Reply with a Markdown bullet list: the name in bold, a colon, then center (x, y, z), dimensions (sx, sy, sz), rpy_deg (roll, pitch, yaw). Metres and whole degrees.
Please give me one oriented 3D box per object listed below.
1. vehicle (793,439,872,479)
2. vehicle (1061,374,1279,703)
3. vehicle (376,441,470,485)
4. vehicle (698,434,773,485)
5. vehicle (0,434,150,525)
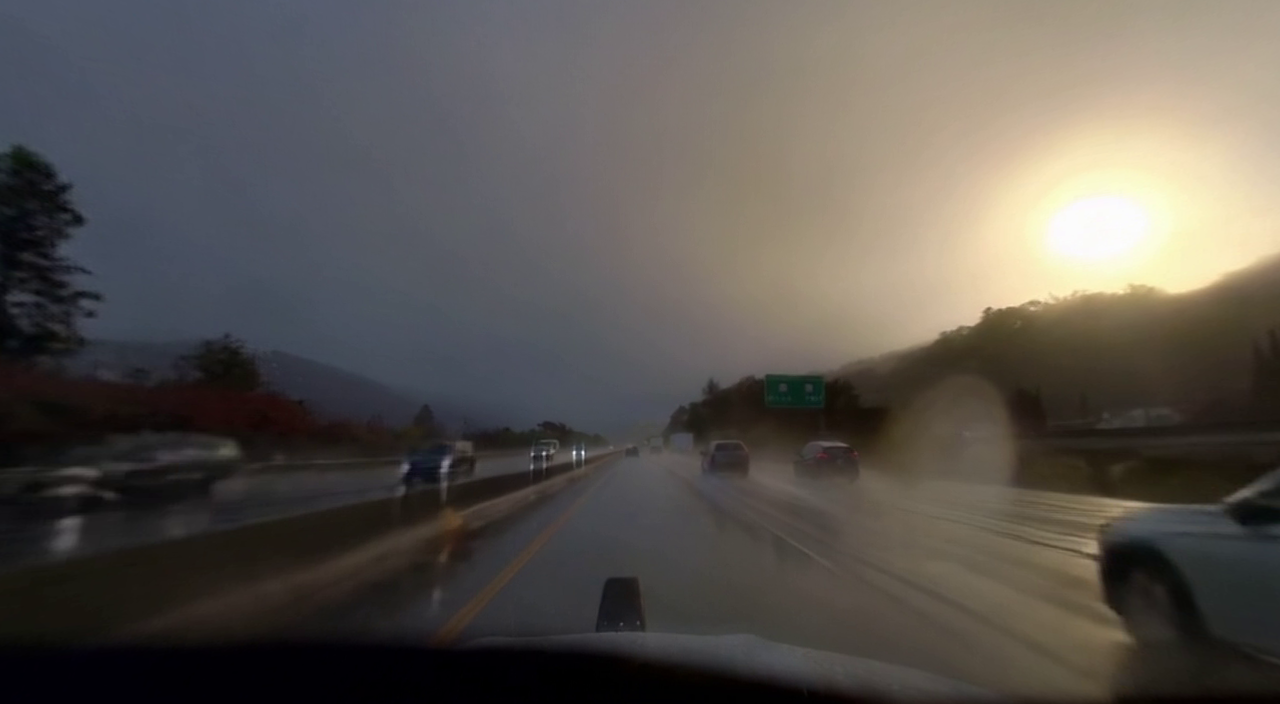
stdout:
- **vehicle**: center (8.548, 4.771, 28.442), dimensions (2.018, 1.636, 4.510), rpy_deg (0, -9, -1)
- **vehicle**: center (3.625, 0.769, 1.736), dimensions (2.023, 1.603, 4.159), rpy_deg (0, -9, 0)
- **vehicle**: center (-8.154, 4.204, 24.231), dimensions (2.021, 1.518, 4.663), rpy_deg (0, -9, -1)
- **vehicle**: center (3.554, 4.115, 24.410), dimensions (2.070, 1.751, 4.576), rpy_deg (0, -9, -1)
- **vehicle**: center (-11.734, 2.273, 11.403), dimensions (1.898, 1.506, 4.812), rpy_deg (0, -9, -1)
